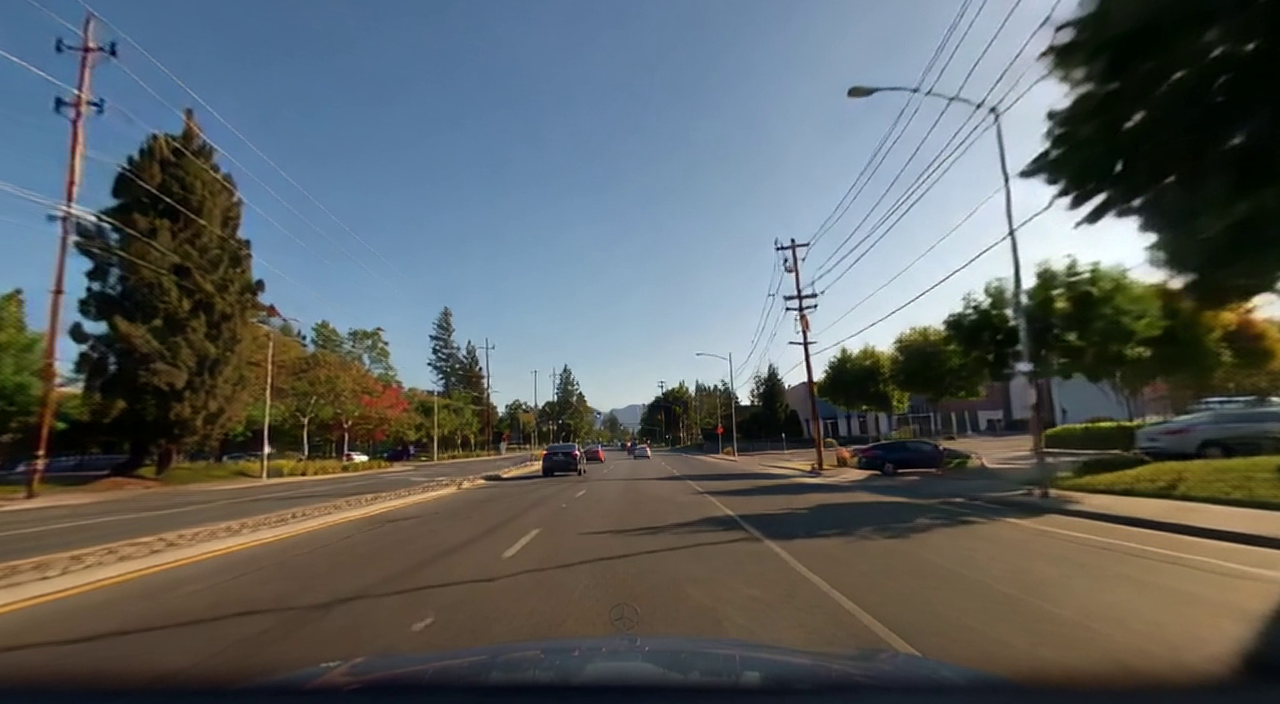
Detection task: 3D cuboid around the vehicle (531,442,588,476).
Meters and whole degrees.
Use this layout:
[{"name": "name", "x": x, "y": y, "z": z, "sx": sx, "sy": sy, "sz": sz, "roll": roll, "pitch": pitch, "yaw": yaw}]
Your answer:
[{"name": "vehicle", "x": -3.637, "y": 4.925, "z": 29.327, "sx": 2.076, "sy": 1.444, "sz": 4.328, "roll": 0, "pitch": -8, "yaw": 0}]

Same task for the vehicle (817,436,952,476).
[{"name": "vehicle", "x": 10.338, "y": 4.424, "z": 26.851, "sx": 4.885, "sy": 1.576, "sz": 2.024, "roll": 1, "pitch": -9, "yaw": -6}]
